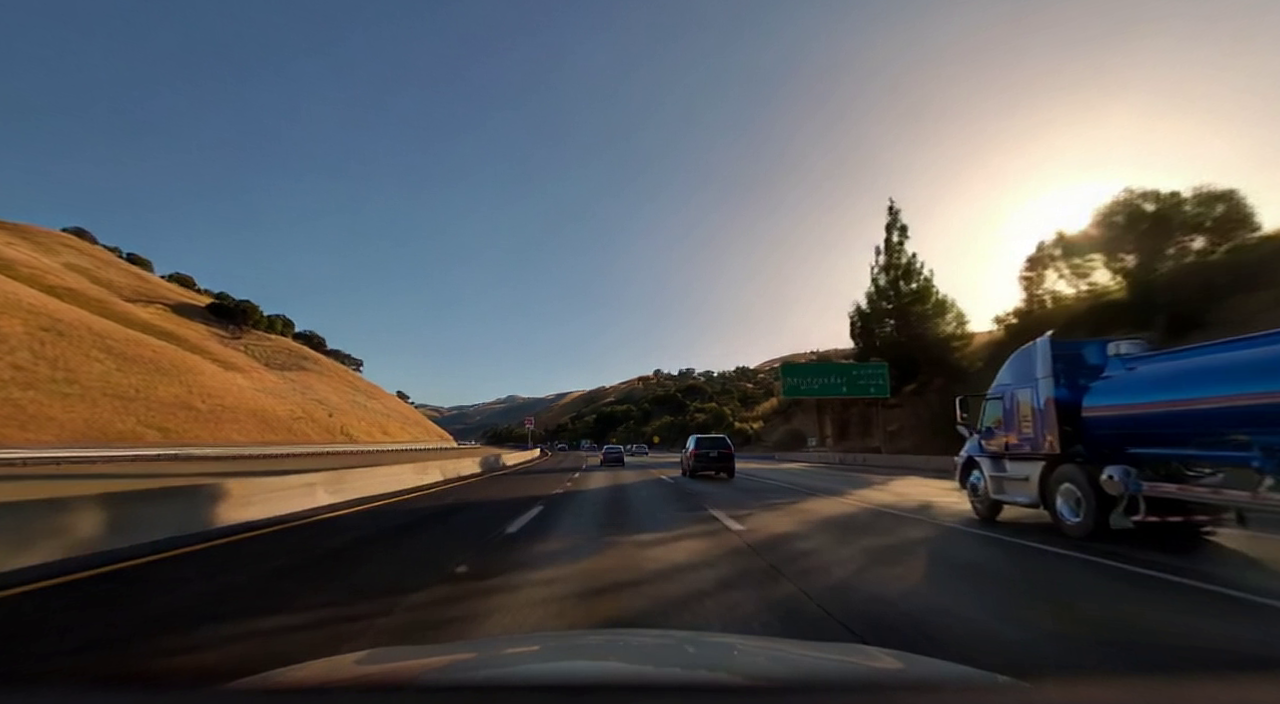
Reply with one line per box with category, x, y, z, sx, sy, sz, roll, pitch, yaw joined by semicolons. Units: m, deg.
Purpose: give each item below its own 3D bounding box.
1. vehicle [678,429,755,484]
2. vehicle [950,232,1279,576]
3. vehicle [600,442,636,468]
vehicle;2.688;3.825;23.359;2.098;1.794;4.561;0;-9;-3
vehicle;7.442;0.661;7.097;2.805;3.212;9.978;0;-9;0
vehicle;-1.380;6.188;38.082;2.083;1.477;3.965;0;-9;-3
